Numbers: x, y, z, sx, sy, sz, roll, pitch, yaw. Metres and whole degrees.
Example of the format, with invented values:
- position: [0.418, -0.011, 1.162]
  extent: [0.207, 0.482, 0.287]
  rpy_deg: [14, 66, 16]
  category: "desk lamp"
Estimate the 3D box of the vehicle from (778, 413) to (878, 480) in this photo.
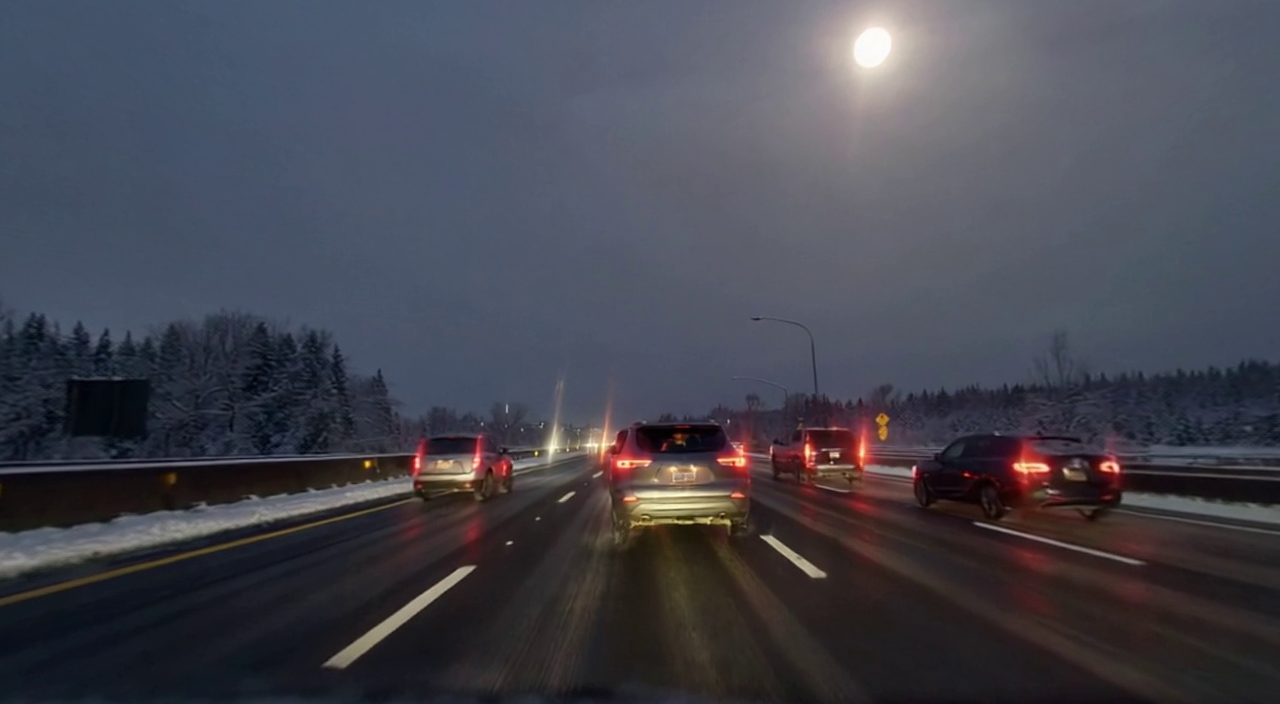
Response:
- position: [7.726, 4.017, 26.671]
  extent: [2.390, 2.503, 5.788]
  rpy_deg: [0, -9, 0]
  category: "vehicle"

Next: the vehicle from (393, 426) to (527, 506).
- position: [-4.380, 2.866, 16.225]
  extent: [2.047, 1.755, 4.638]
  rpy_deg: [0, -9, 0]
  category: "vehicle"

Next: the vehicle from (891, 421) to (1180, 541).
- position: [6.402, 2.130, 11.004]
  extent: [1.972, 1.647, 4.429]
  rpy_deg: [1, -9, -3]
  category: "vehicle"

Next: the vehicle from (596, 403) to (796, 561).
- position: [0.498, 1.756, 9.095]
  extent: [2.230, 1.740, 3.976]
  rpy_deg: [1, -9, -4]
  category: "vehicle"
